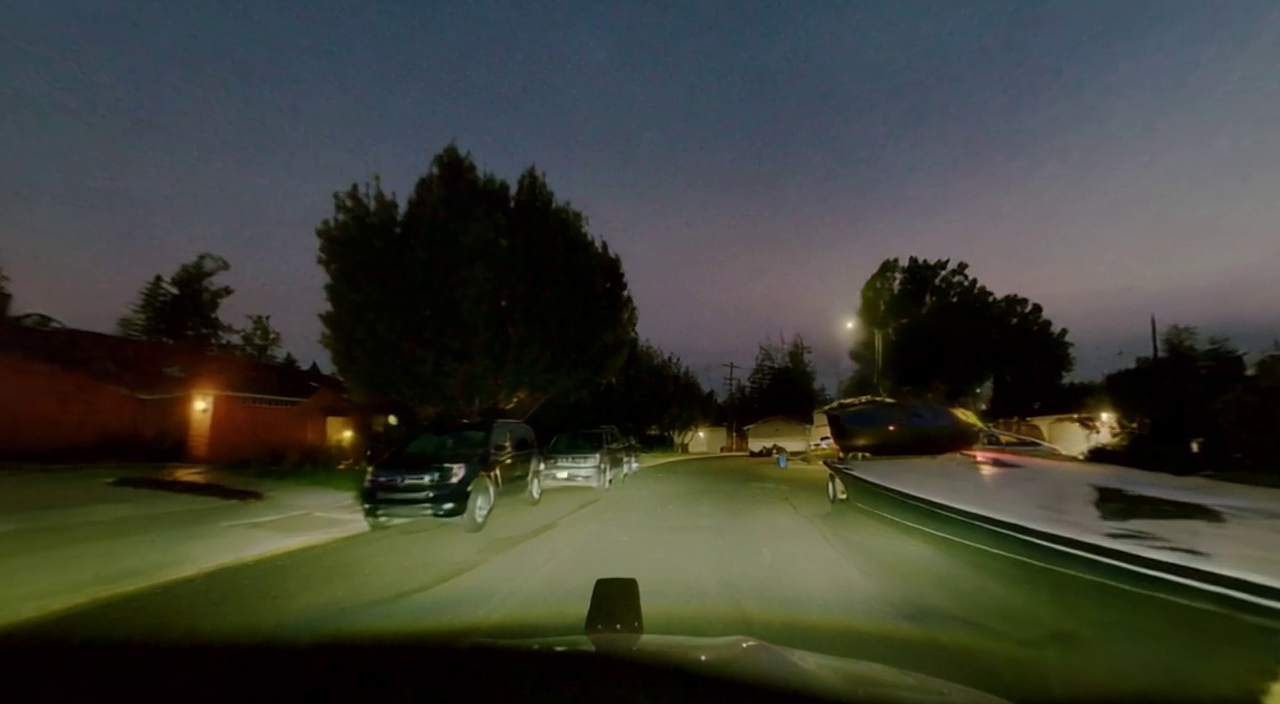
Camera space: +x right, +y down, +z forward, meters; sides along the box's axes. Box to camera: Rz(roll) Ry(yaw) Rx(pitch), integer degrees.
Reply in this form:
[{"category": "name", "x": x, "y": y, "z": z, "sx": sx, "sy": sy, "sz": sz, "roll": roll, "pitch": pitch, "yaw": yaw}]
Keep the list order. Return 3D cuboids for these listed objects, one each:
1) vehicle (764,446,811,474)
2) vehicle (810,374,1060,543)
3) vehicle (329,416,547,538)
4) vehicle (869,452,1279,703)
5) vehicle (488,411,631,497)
[{"category": "vehicle", "x": 8.361, "y": 6.153, "z": 36.041, "sx": 1.998, "sy": 1.489, "sz": 4.722, "roll": -1, "pitch": -9, "yaw": 5}, {"category": "vehicle", "x": 5.279, "y": 2.054, "z": 12.569, "sx": 2.697, "sy": 2.558, "sz": 5.635, "roll": -1, "pitch": -9, "yaw": 6}, {"category": "vehicle", "x": -3.328, "y": 2.186, "z": 11.632, "sx": 2.052, "sy": 1.745, "sz": 4.737, "roll": -1, "pitch": -9, "yaw": 6}, {"category": "vehicle", "x": 4.452, "y": 1.778, "z": 5.984, "sx": 2.804, "sy": 1.336, "sz": 6.700, "roll": 1, "pitch": -7, "yaw": 7}, {"category": "vehicle", "x": -2.209, "y": 3.176, "z": 19.897, "sx": 2.632, "sy": 2.249, "sz": 6.179, "roll": -2, "pitch": -9, "yaw": 11}]
